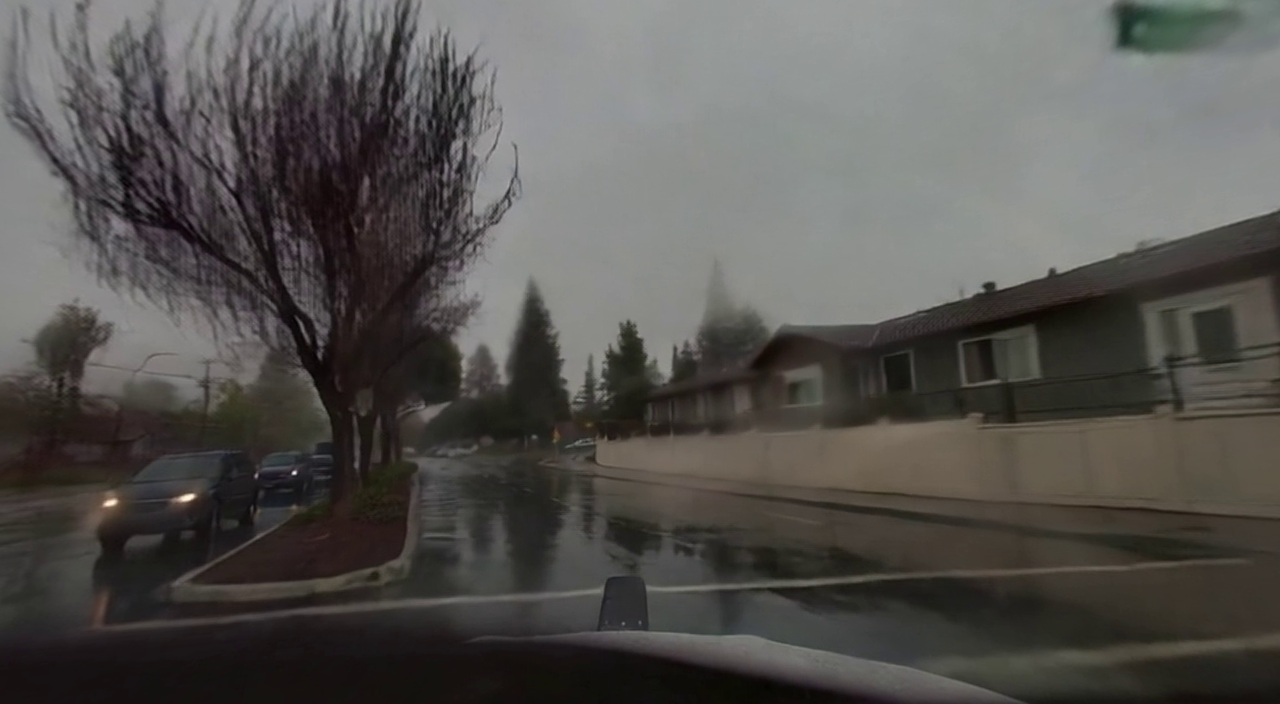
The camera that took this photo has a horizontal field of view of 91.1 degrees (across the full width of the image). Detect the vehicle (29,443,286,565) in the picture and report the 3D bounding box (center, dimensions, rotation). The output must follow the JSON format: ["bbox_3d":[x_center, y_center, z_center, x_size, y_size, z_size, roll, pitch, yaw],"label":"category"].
[{"bbox_3d":[-7.461,2.267,10.400,1.912,1.464,4.652,3,-8,-19],"label":"vehicle"}]
